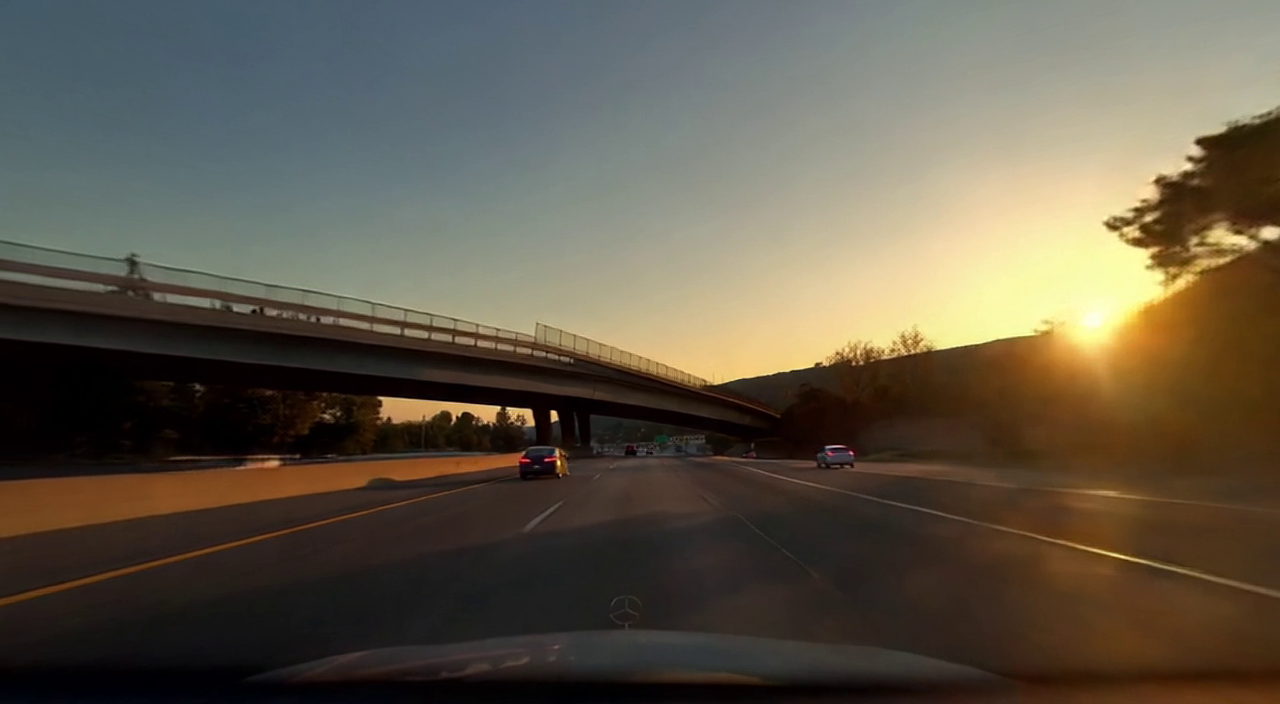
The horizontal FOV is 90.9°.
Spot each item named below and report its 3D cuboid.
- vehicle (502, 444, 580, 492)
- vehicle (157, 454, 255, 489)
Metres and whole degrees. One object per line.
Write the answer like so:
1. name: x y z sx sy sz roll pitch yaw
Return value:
1. vehicle: -3.302 3.936 21.785 1.968 1.504 3.892 0 -8 1
2. vehicle: -20.249 5.564 29.603 1.755 1.449 4.009 0 -8 0
